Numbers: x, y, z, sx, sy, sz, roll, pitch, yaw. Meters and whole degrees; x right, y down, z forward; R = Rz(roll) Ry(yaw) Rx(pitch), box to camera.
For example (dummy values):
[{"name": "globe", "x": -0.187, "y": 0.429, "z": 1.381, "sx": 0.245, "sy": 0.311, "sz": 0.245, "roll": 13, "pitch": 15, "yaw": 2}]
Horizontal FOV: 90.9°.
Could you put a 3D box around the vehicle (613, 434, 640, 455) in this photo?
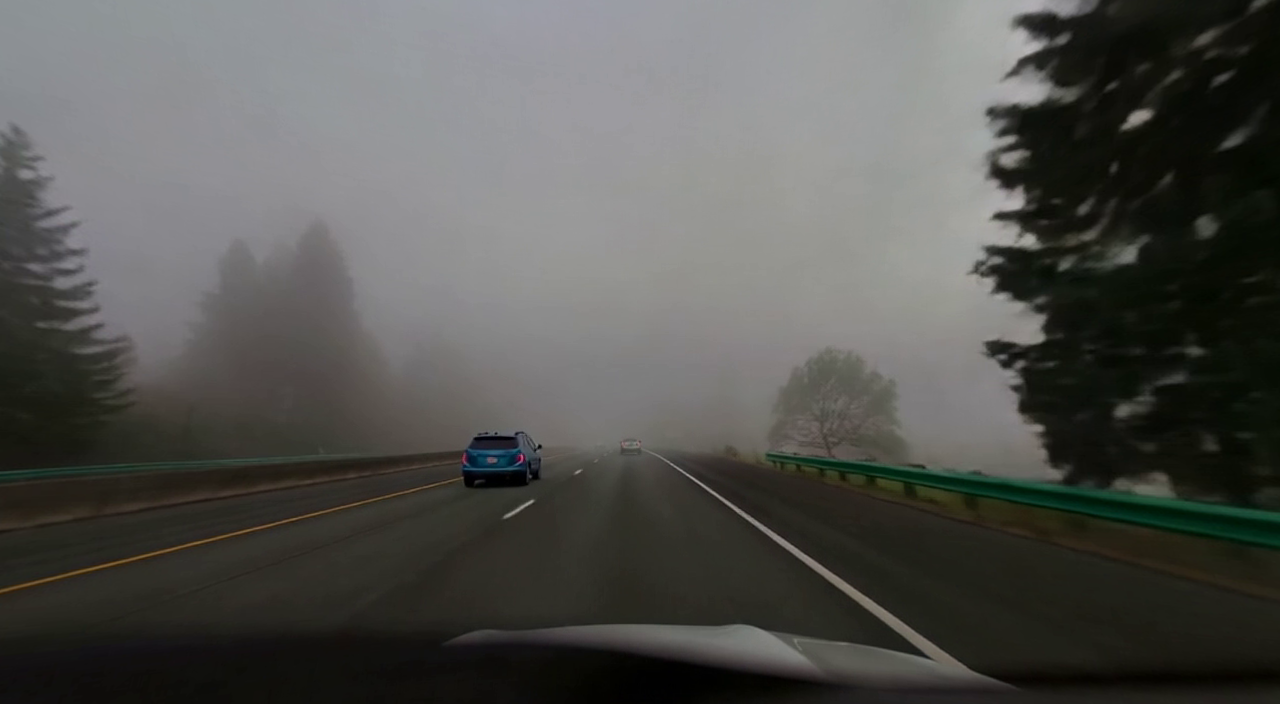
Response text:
[{"name": "vehicle", "x": -0.971, "y": 6.695, "z": 45.713, "sx": 1.836, "sy": 1.450, "sz": 3.519, "roll": 0, "pitch": -8, "yaw": -1}]

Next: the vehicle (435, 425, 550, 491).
[{"name": "vehicle", "x": -3.859, "y": 2.853, "z": 17.458, "sx": 2.072, "sy": 1.545, "sz": 4.767, "roll": 0, "pitch": -8, "yaw": 0}]
